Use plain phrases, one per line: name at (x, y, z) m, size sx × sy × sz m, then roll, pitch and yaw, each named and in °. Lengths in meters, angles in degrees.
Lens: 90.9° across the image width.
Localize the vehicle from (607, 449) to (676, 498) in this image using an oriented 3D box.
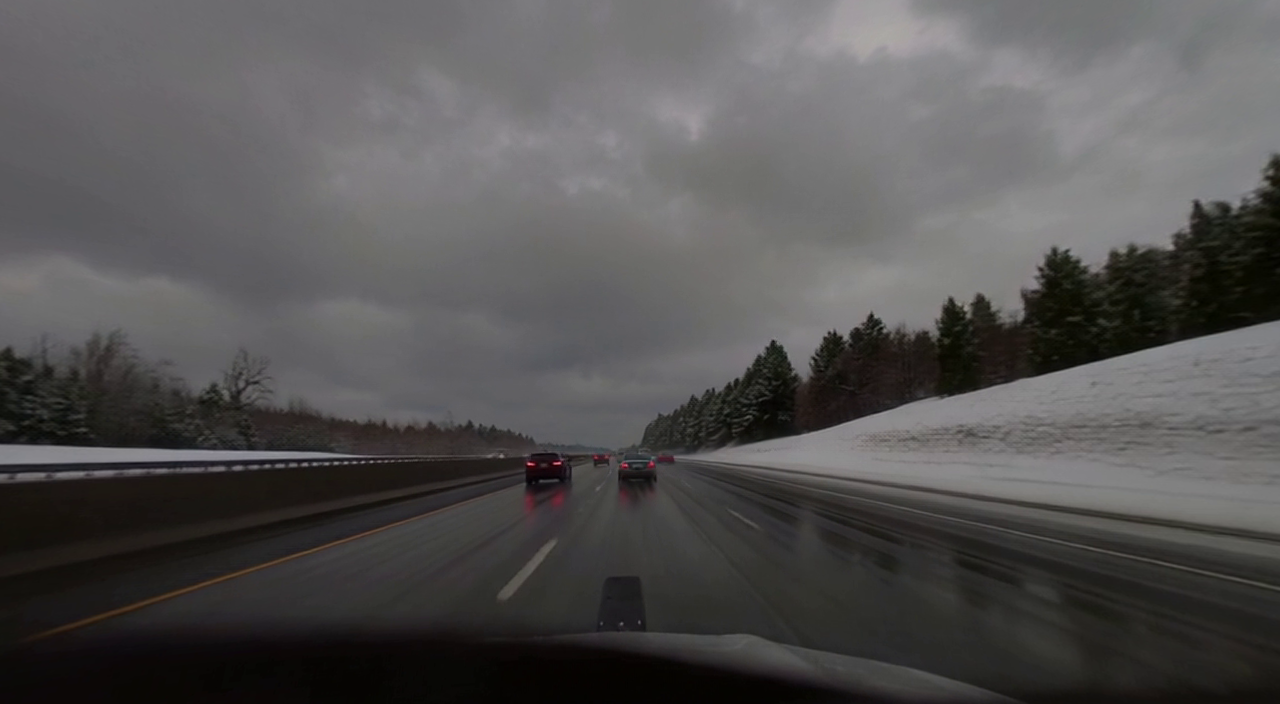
vehicle at (0.017, 3.857, 20.469) m, size 2.023 × 1.400 × 4.028 m, roll 0°, pitch -9°, yaw -1°

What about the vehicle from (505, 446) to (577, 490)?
vehicle at (-3.897, 4.655, 25.592) m, size 2.153 × 1.581 × 4.375 m, roll 0°, pitch -9°, yaw 0°
